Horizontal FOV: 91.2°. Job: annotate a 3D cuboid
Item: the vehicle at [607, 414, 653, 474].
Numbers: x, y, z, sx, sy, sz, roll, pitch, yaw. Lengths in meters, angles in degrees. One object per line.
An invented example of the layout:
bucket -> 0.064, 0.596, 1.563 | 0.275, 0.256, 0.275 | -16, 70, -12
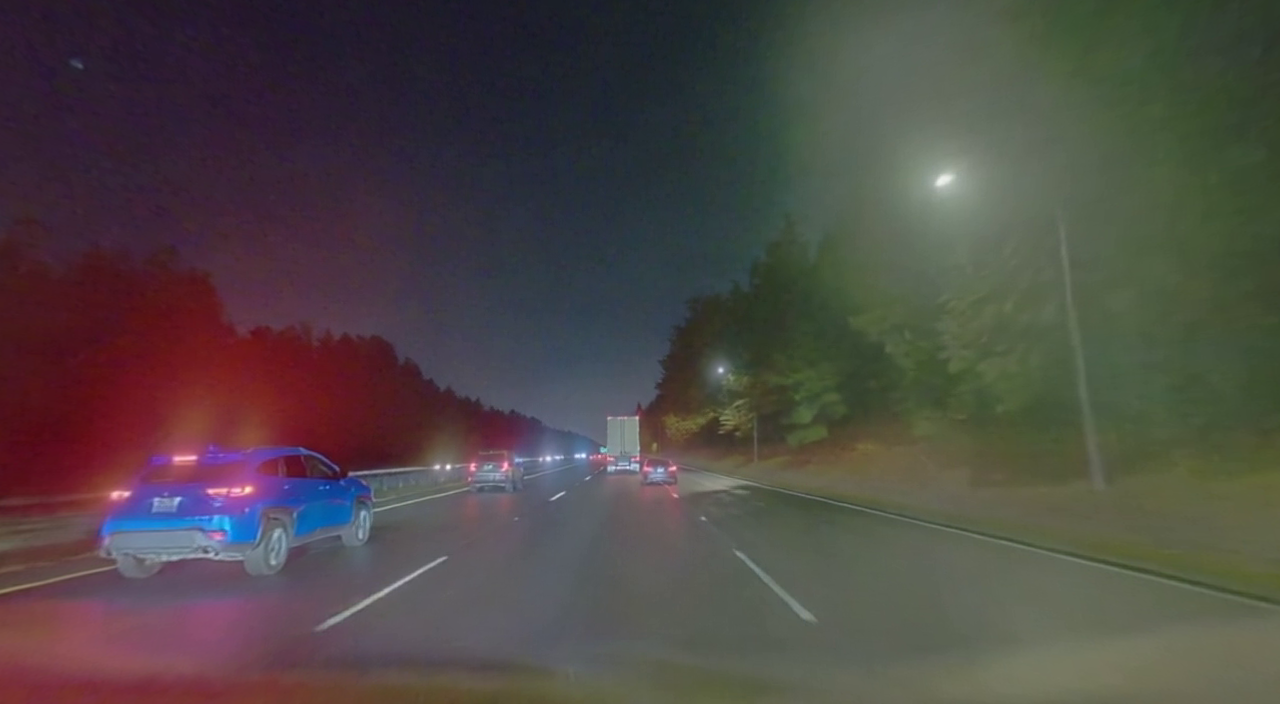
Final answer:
vehicle -> -0.850, 7.087, 48.059 | 3.113, 4.066, 10.786 | 0, -9, -2

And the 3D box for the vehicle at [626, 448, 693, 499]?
vehicle -> 0.542, 3.962, 20.832 | 2.026, 1.489, 4.045 | 0, -9, -1

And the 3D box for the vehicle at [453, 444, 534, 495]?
vehicle -> -5.258, 4.257, 23.071 | 2.035, 1.664, 4.064 | 0, -9, 0

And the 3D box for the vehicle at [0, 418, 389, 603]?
vehicle -> -5.051, 1.778, 7.886 | 2.100, 1.671, 4.105 | 0, -9, -1

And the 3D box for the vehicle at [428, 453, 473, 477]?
vehicle -> -14.144, 8.405, 46.994 | 2.014, 1.643, 4.585 | 0, -9, -1
